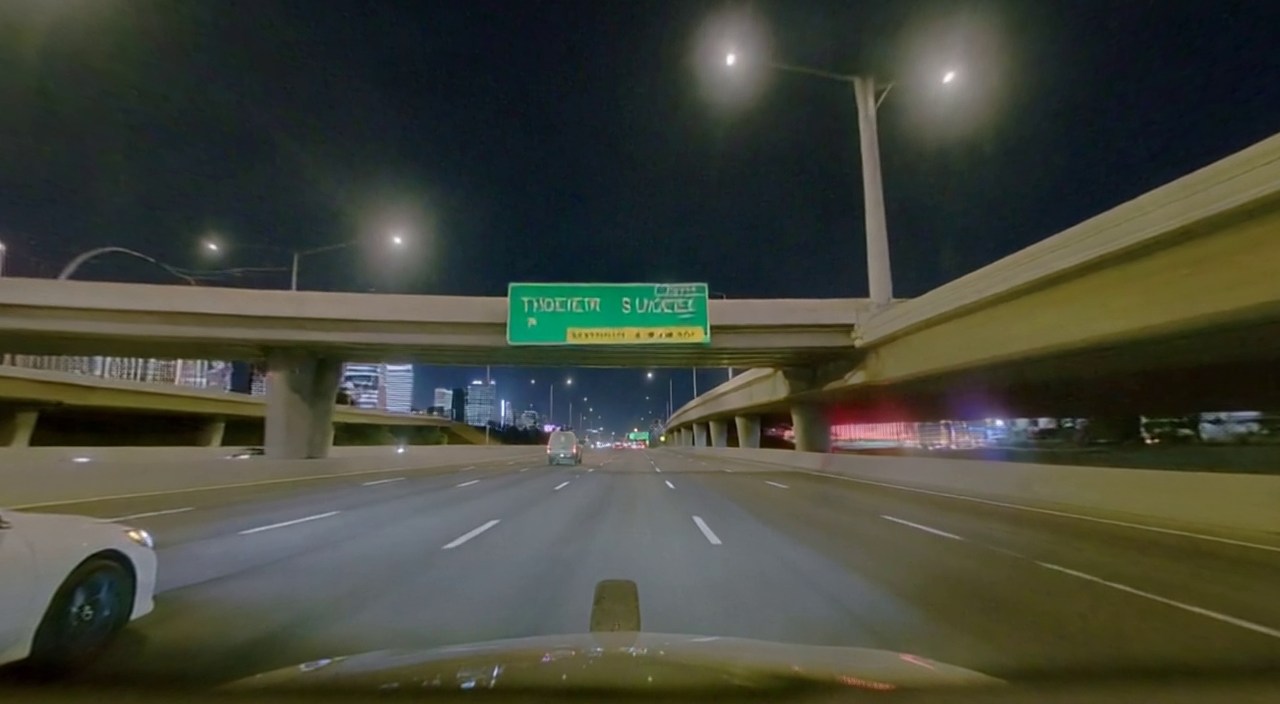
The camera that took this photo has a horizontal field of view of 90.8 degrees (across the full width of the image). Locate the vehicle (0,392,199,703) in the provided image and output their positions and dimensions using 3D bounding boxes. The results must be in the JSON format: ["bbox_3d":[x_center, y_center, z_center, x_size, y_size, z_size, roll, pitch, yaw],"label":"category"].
[{"bbox_3d":[-4.082,0.825,2.028,2.025,1.556,4.594,0,-8,-1],"label":"vehicle"}]

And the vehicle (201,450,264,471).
[{"bbox_3d":[-30.739,8.157,47.792,1.829,1.435,4.486,0,-8,-1],"label":"vehicle"}]

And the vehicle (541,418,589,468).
[{"bbox_3d":[-4.684,5.868,40.648,2.364,2.953,6.732,0,-8,-1],"label":"vehicle"}]
